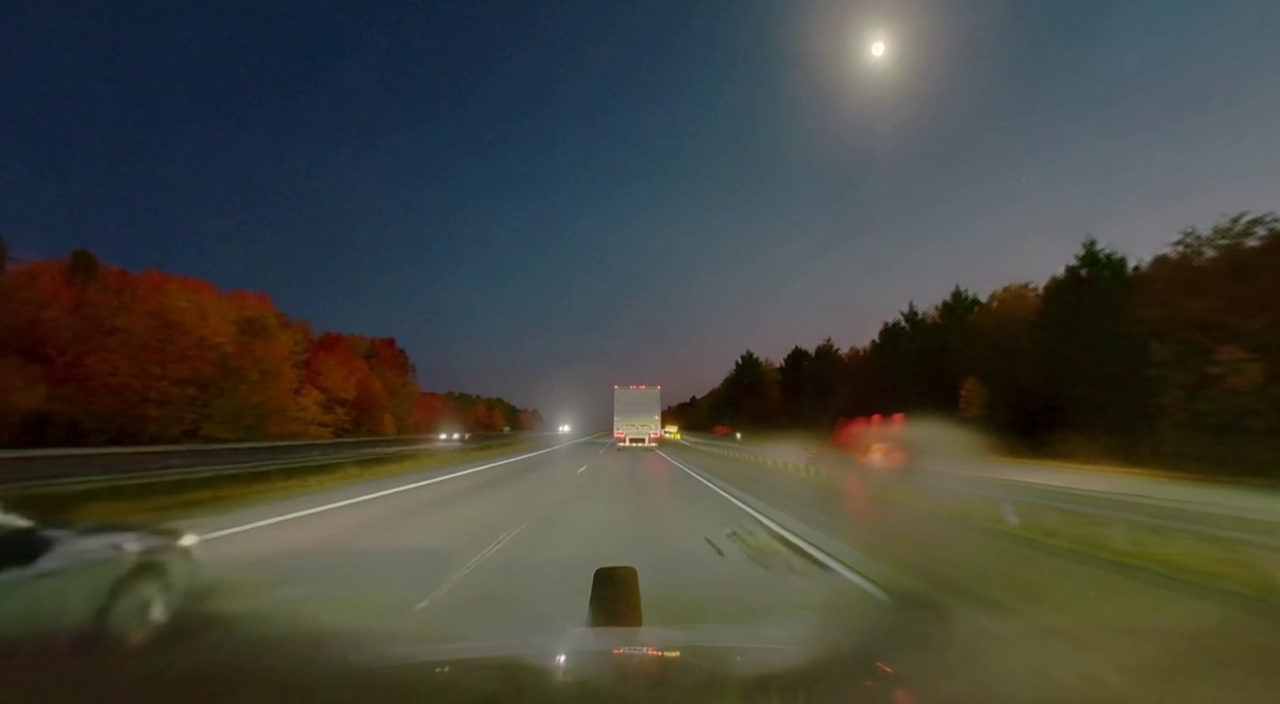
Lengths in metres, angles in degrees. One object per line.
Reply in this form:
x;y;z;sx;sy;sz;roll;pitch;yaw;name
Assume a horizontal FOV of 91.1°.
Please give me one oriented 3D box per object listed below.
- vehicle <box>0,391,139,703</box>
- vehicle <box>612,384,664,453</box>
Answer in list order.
-3.572;0.704;0.901;2.217;1.495;4.245;0;-8;0;vehicle
-0.293;4.663;42.617;3.013;4.016;11.496;0;-8;-2;vehicle
